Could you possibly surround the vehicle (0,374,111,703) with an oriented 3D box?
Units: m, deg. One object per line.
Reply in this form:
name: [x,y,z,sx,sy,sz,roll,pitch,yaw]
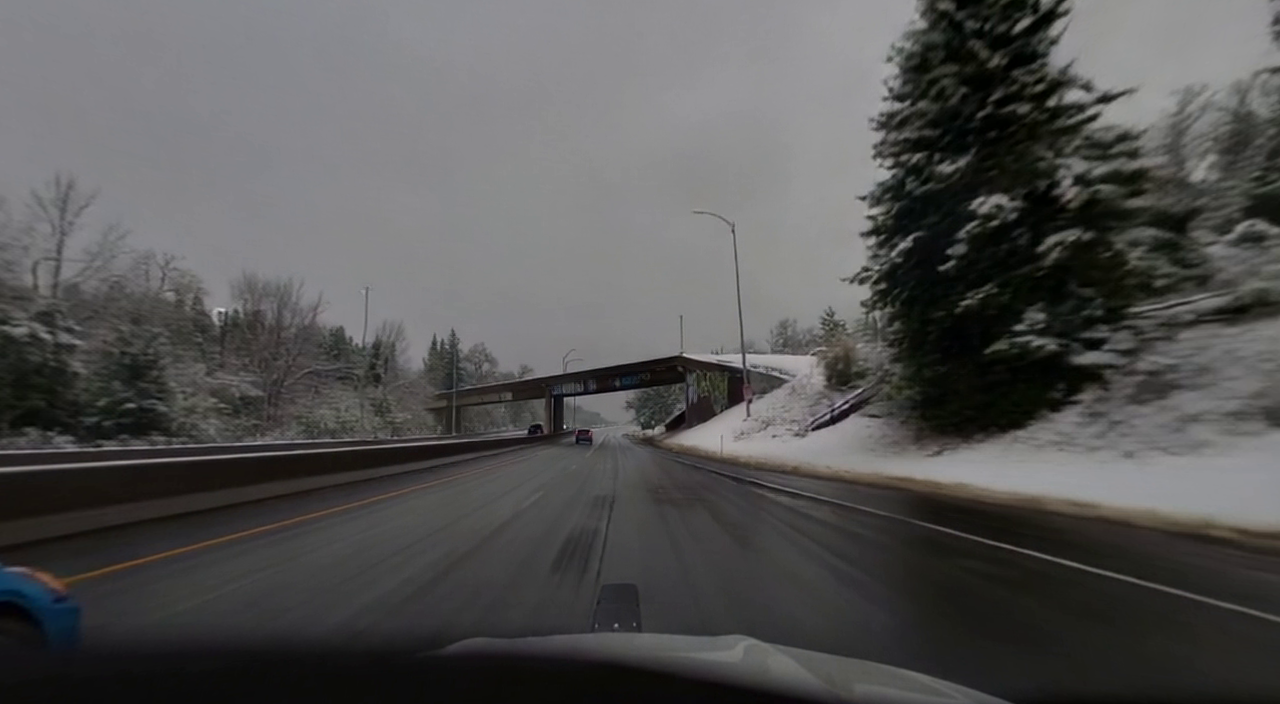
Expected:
vehicle: [-3.426,0.612,0.459,2.108,1.555,4.574,0,-8,0]
